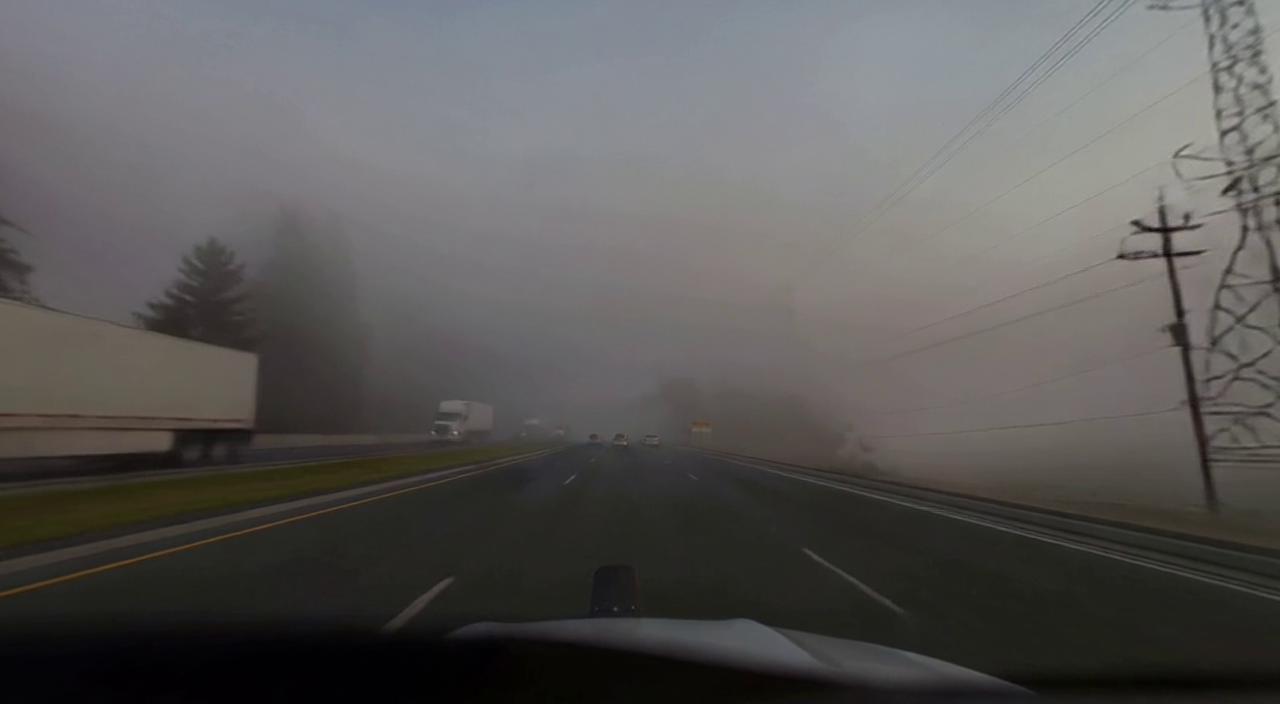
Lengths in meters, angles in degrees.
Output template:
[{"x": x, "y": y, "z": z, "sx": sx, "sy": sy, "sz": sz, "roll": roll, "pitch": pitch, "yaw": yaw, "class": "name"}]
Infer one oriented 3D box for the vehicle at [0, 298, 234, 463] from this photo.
[{"x": -16.476, "y": 0.929, "z": 16.669, "sx": 2.828, "sy": 3.852, "sz": 13.292, "roll": 0, "pitch": -8, "yaw": -1, "class": "vehicle"}]
